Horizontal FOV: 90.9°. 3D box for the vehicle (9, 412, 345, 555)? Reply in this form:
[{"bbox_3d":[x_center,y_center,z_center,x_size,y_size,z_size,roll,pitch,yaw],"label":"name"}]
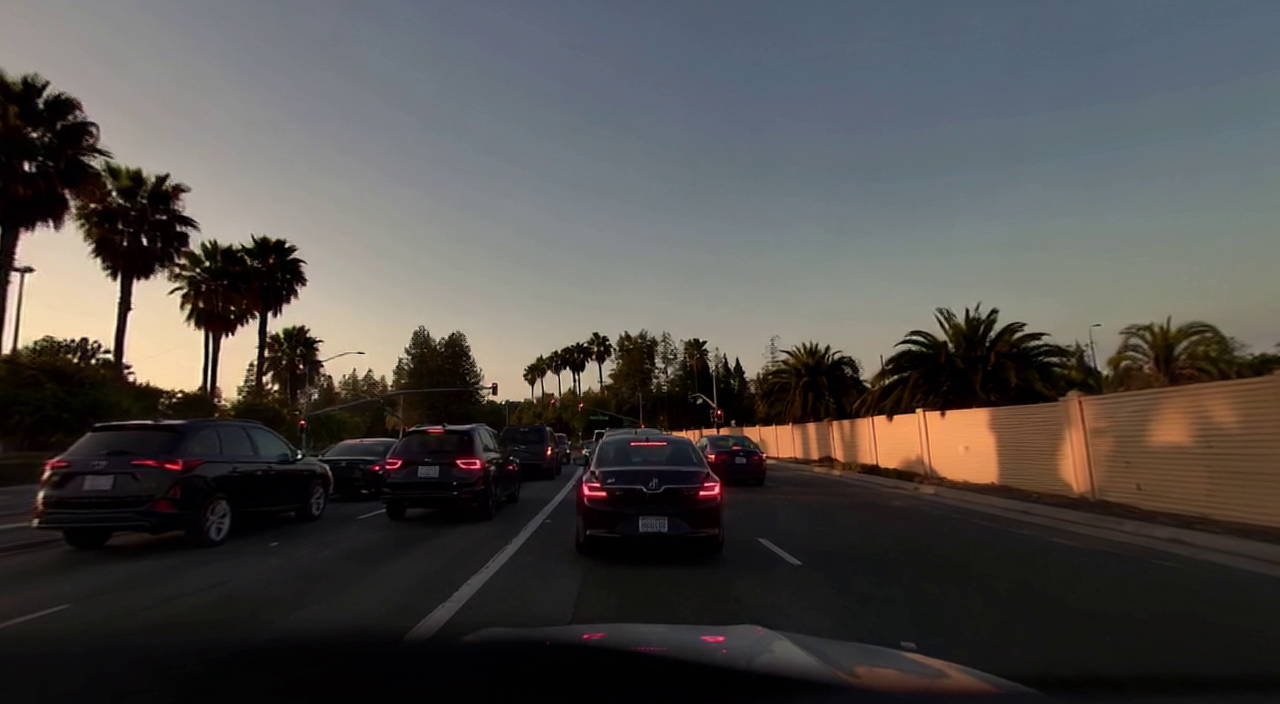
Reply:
[{"bbox_3d":[-6.689,1.924,9.959,1.963,1.721,4.467,0,-8,-2],"label":"vehicle"}]

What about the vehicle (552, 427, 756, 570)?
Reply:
[{"bbox_3d":[0.070,1.848,8.794,2.128,1.473,4.272,0,-8,-2],"label":"vehicle"}]

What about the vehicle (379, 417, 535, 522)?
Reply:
[{"bbox_3d":[-3.452,2.300,12.823,2.007,1.746,4.136,0,-8,-2],"label":"vehicle"}]
